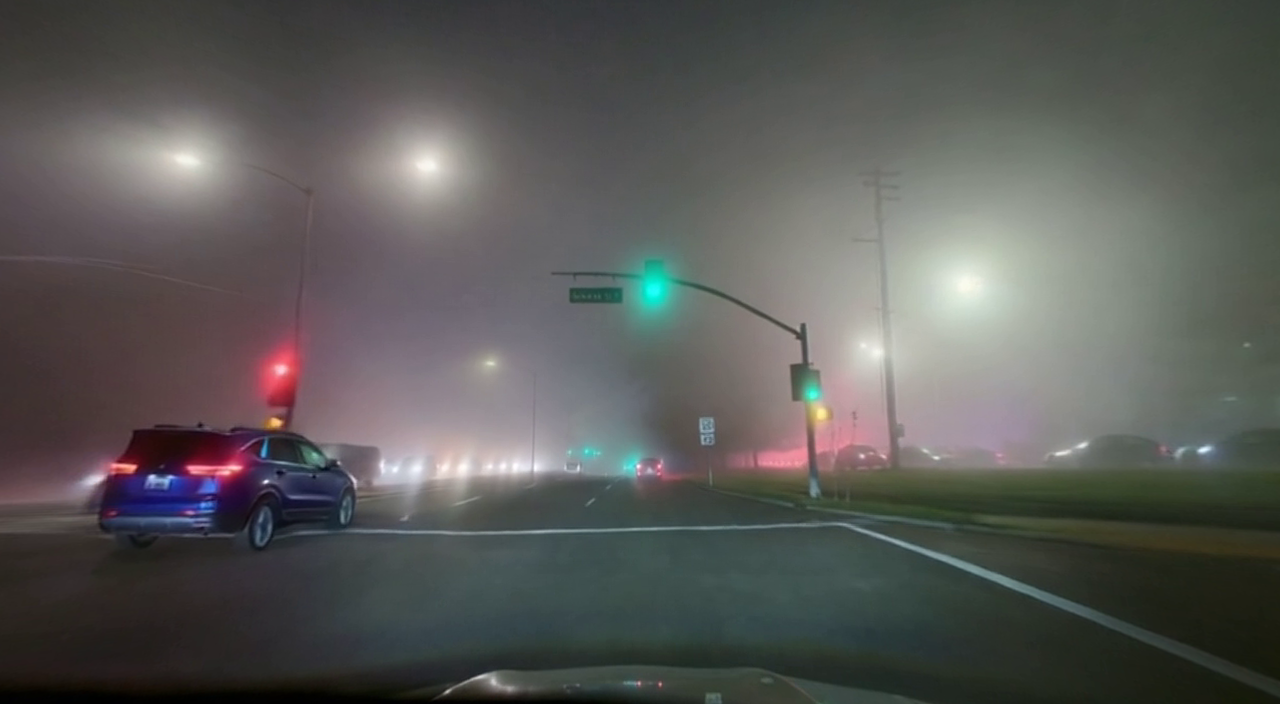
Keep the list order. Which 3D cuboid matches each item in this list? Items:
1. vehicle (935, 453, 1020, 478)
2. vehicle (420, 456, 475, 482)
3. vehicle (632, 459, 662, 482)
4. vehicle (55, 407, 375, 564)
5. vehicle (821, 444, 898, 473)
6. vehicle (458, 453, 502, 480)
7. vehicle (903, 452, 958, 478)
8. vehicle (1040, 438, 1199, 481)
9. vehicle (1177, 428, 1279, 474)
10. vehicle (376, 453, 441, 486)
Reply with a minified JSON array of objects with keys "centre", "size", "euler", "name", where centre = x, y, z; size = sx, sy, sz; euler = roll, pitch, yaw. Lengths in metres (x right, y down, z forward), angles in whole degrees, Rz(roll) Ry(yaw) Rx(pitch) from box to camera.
[{"centre":[21.792,7.364,40.935],"size":[1.933,1.487,5.136],"euler":[2,-10,-13],"name":"vehicle"},{"centre":[-12.254,7.473,40.475],"size":[2.077,1.505,4.714],"euler":[1,-9,0],"name":"vehicle"},{"centre":[0.497,8.718,46.565],"size":[2.091,1.494,3.962],"euler":[1,-9,0],"name":"vehicle"},{"centre":[-6.186,1.983,10.007],"size":[2.027,1.908,4.273],"euler":[1,-9,0],"name":"vehicle"},{"centre":[13.387,6.520,38.772],"size":[1.950,1.697,4.906],"euler":[3,-9,-15],"name":"vehicle"},{"centre":[-11.765,8.447,46.689],"size":[2.042,1.801,4.378],"euler":[0,-9,1],"name":"vehicle"},{"centre":[21.145,8.229,46.009],"size":[1.967,1.518,4.543],"euler":[5,-7,2],"name":"vehicle"},{"centre":[18.913,4.211,25.142],"size":[1.947,1.477,4.661],"euler":[3,-8,-21],"name":"vehicle"},{"centre":[21.036,3.276,20.800],"size":[1.876,1.465,4.500],"euler":[5,-10,-26],"name":"vehicle"},{"centre":[-12.014,6.088,32.967],"size":[1.871,1.539,3.929],"euler":[1,-9,0],"name":"vehicle"}]
